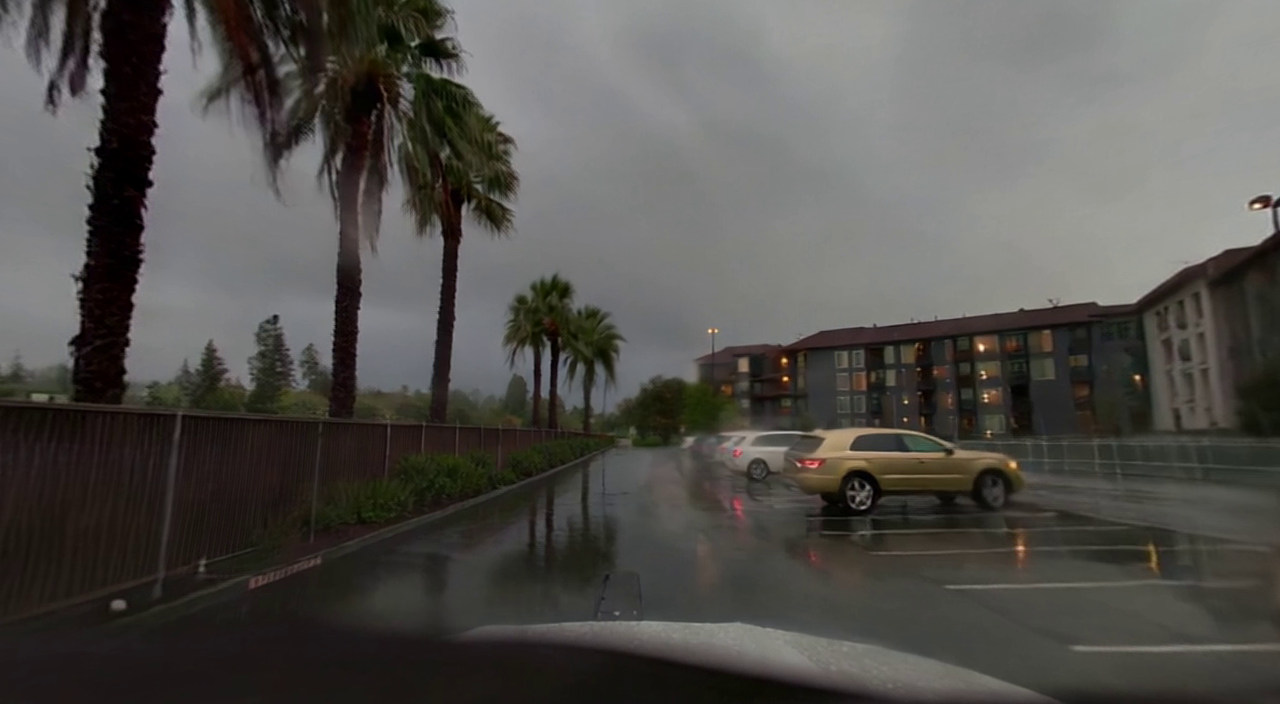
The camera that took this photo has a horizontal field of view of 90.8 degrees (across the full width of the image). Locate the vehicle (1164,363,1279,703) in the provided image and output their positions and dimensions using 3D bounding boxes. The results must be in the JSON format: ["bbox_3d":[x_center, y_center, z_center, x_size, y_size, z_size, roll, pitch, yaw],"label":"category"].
[{"bbox_3d":[5.037,0.881,2.236,4.803,1.520,1.894,3,-7,-2],"label":"vehicle"}]

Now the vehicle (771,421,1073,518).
[{"bbox_3d":[5.711,2.420,13.327,5.381,1.826,2.047,0,-9,-4],"label":"vehicle"}]
